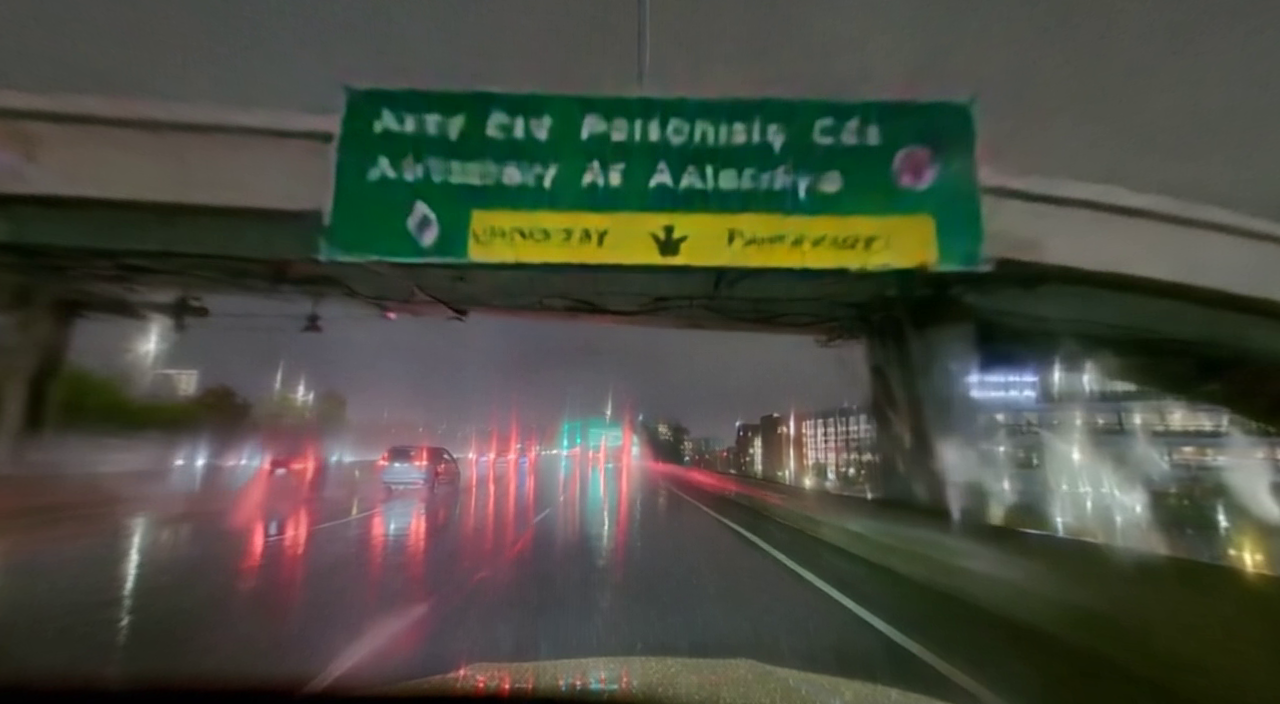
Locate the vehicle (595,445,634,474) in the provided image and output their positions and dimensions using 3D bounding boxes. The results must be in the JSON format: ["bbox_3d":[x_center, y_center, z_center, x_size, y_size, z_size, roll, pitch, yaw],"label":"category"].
[{"bbox_3d":[-1.477,6.173,36.404,2.110,1.501,4.319,0,-9,-3],"label":"vehicle"}]

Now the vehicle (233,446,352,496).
[{"bbox_3d":[-11.739,4.008,21.624,1.936,1.501,3.900,0,-9,-1],"label":"vehicle"}]

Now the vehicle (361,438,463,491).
[{"bbox_3d":[-7.942,3.951,22.441,2.065,1.689,4.399,0,-9,-1],"label":"vehicle"}]
